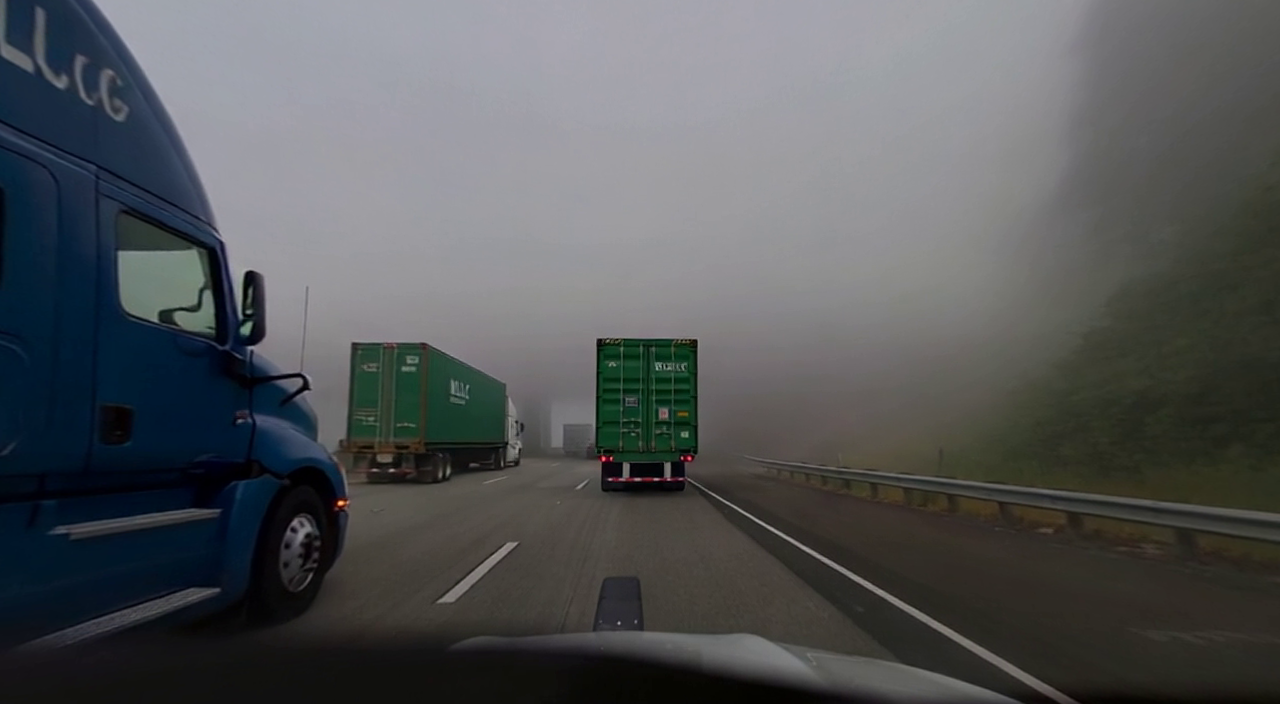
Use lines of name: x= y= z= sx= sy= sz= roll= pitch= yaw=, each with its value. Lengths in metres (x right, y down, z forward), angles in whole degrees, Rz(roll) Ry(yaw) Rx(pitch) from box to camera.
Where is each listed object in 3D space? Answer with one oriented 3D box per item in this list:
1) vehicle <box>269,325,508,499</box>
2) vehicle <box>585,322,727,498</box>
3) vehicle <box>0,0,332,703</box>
vehicle: x=-7.183 y=2.268 z=20.979 sx=3.023 sy=4.139 sz=11.860 roll=0 pitch=-9 yaw=0
vehicle: x=0.285 y=1.910 z=18.961 sx=3.357 sy=4.212 sz=7.519 roll=0 pitch=-9 yaw=-1
vehicle: x=-3.497 y=-0.451 z=0.129 sx=3.187 sy=3.949 sz=6.963 roll=-1 pitch=-9 yaw=1
